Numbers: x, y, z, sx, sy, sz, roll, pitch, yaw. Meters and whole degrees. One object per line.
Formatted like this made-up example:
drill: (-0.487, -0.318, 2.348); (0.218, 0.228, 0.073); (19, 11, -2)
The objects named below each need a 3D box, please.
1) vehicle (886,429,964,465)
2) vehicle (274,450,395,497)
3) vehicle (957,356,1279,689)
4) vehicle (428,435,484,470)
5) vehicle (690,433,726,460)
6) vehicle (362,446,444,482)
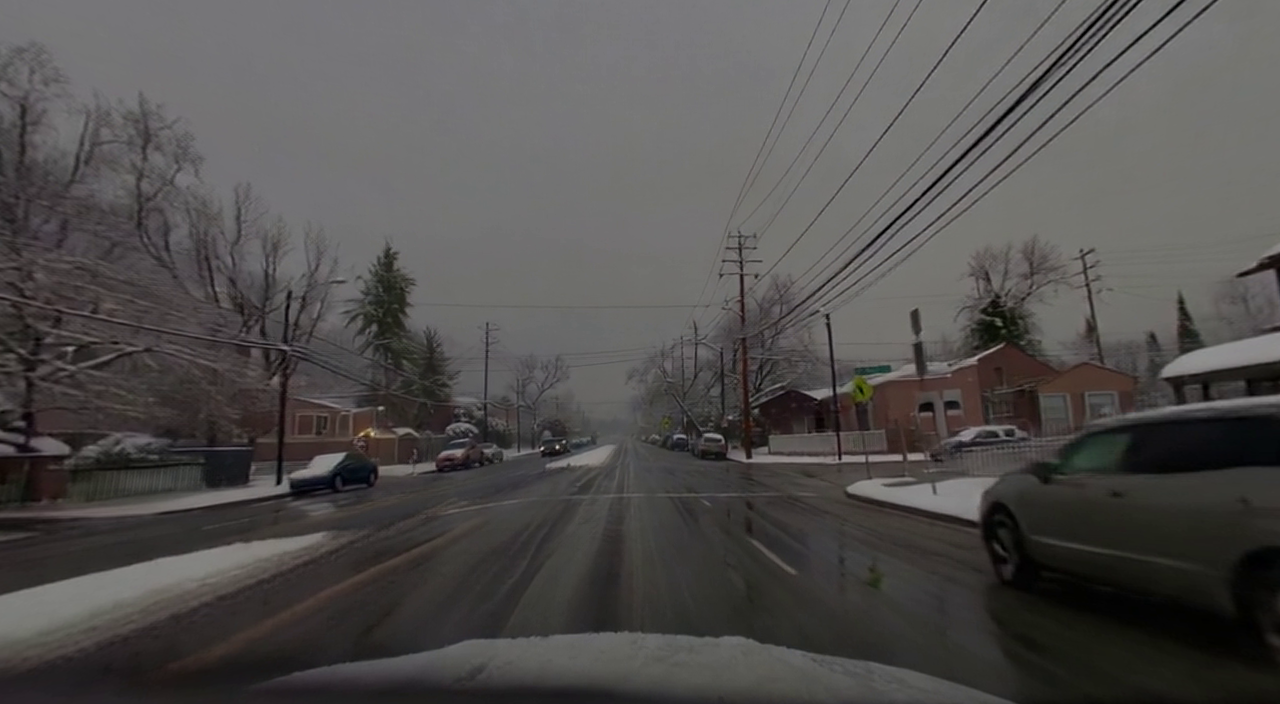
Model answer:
vehicle: (13.830, 4.551, 30.523); (2.122, 1.474, 4.313); (-9, -10, 41)
vehicle: (-11.130, 4.429, 23.485); (1.970, 1.523, 4.702); (-1, -8, 2)
vehicle: (4.525, 1.092, 4.579); (2.126, 1.802, 4.259); (0, -8, -1)
vehicle: (-11.184, 6.126, 38.730); (2.056, 1.980, 4.763); (0, -8, -1)
vehicle: (4.324, 6.081, 40.725); (1.867, 1.680, 4.176); (0, -8, 0)
vehicle: (-11.114, 5.258, 29.987); (2.082, 1.540, 4.654); (0, -8, 0)
